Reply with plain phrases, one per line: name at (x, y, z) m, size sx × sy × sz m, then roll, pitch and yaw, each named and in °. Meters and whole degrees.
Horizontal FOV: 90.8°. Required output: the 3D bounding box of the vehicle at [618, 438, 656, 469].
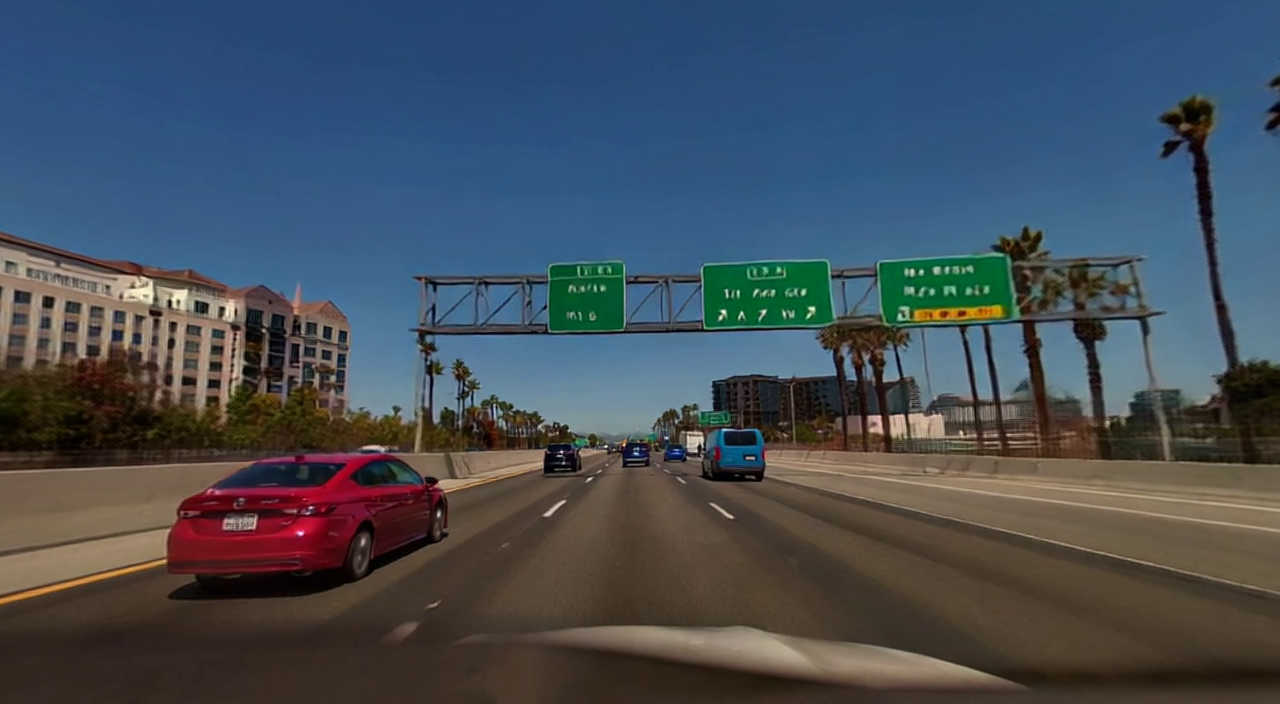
vehicle at (-0.213, 6.290, 39.160) m, size 2.212 × 1.786 × 4.198 m, roll 0°, pitch -9°, yaw -1°

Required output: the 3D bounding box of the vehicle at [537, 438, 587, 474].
vehicle at (-4.105, 5.562, 33.986) m, size 2.109 × 1.793 × 4.613 m, roll 0°, pitch -9°, yaw 0°

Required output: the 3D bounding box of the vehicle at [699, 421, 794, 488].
vehicle at (3.612, 3.661, 22.724) m, size 2.250 × 2.074 × 5.723 m, roll 0°, pitch -9°, yaw -2°

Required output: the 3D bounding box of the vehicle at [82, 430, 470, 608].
vehicle at (-3.631, 1.731, 7.513) m, size 1.991 × 1.469 × 4.381 m, roll 0°, pitch -9°, yaw 0°
